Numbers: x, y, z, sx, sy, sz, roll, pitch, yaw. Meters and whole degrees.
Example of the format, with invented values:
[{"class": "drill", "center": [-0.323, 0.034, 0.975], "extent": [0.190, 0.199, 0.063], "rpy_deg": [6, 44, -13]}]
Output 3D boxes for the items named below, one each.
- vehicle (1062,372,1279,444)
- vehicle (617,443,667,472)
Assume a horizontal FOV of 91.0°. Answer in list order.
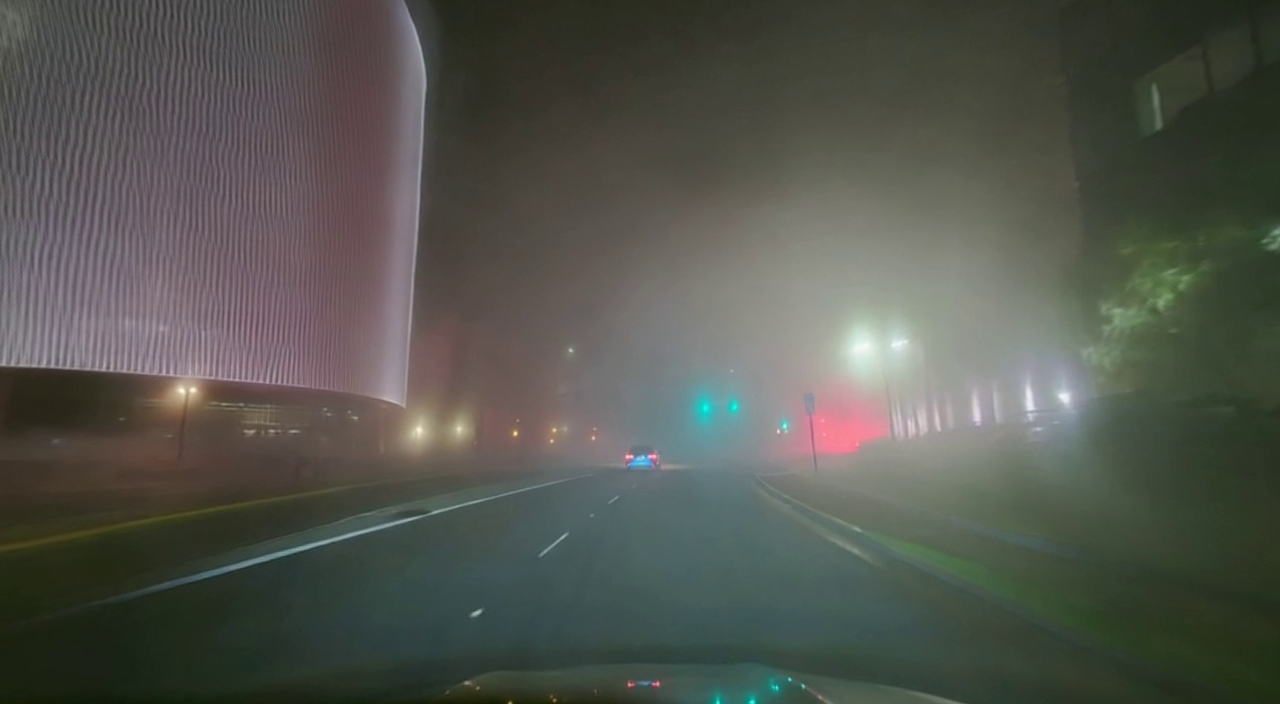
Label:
[{"class": "vehicle", "center": [14.071, 1.505, 16.393], "extent": [4.586, 1.716, 1.992], "rpy_deg": [-1, -9, 3]}, {"class": "vehicle", "center": [0.206, 5.742, 34.509], "extent": [1.971, 1.486, 4.380], "rpy_deg": [-2, -9, 11]}]
